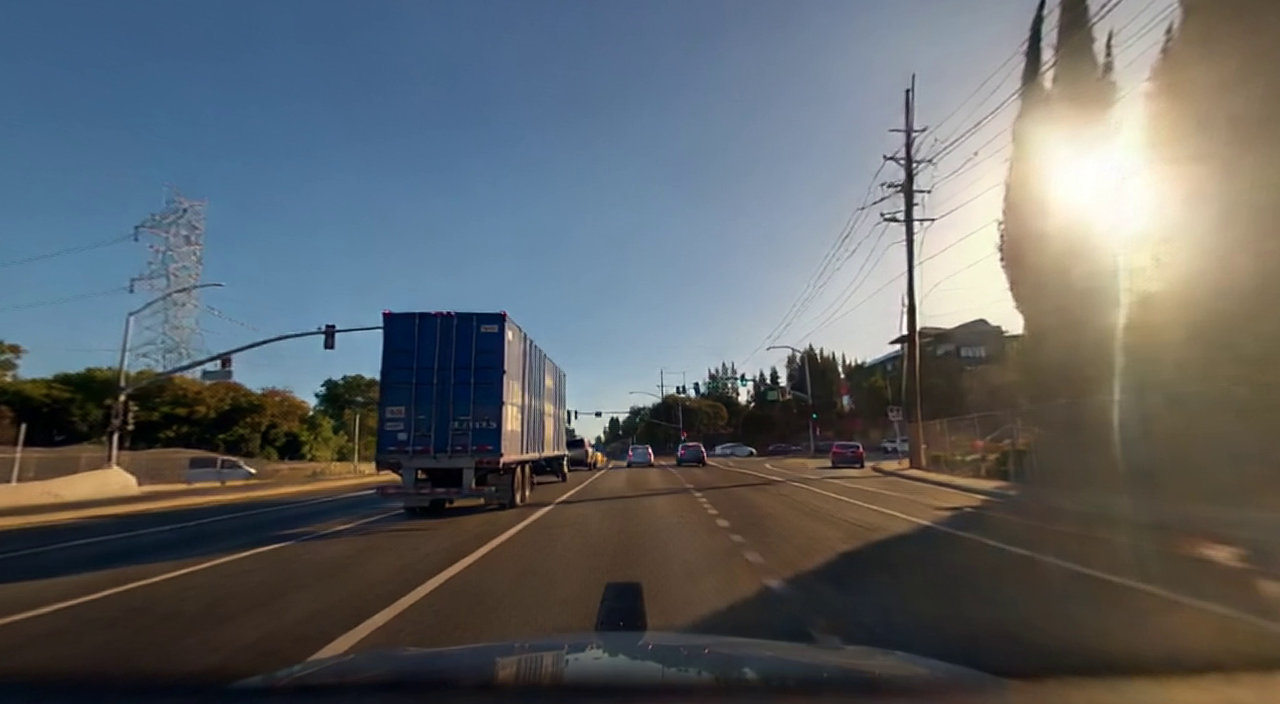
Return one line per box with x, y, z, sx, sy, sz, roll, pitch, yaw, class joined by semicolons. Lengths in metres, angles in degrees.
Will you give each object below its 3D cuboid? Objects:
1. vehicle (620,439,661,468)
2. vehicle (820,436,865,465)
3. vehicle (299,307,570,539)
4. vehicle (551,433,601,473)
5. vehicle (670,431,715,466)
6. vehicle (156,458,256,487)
0.018;5.571;34.923;2.117;1.499;4.036;0;-8;-1;vehicle
12.350;5.940;38.260;2.102;1.662;4.533;-4;-9;23;vehicle
-3.399;1.599;13.324;2.889;3.347;8.285;0;-8;0;vehicle
-3.133;5.070;31.894;1.994;1.806;4.564;0;-8;1;vehicle
2.932;5.552;36.332;2.086;1.849;4.607;0;-8;-1;vehicle
-27.633;7.681;40.425;4.718;1.630;2.087;2;-9;-14;vehicle
